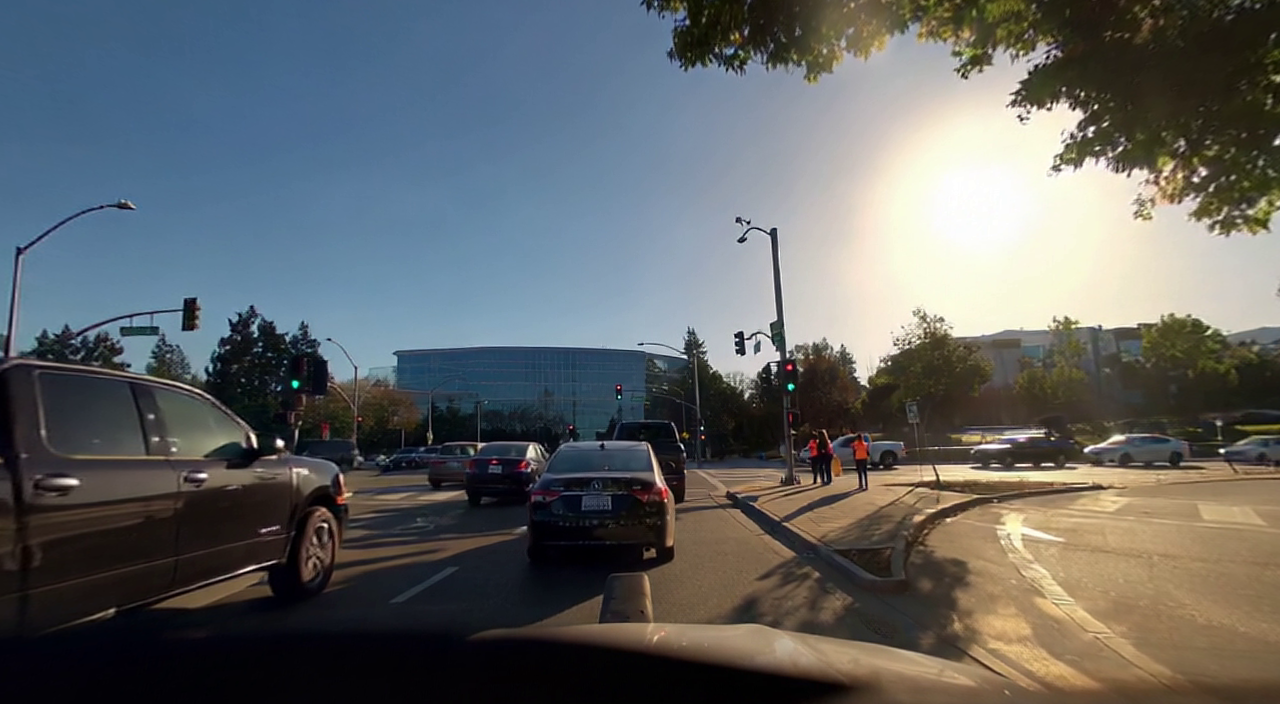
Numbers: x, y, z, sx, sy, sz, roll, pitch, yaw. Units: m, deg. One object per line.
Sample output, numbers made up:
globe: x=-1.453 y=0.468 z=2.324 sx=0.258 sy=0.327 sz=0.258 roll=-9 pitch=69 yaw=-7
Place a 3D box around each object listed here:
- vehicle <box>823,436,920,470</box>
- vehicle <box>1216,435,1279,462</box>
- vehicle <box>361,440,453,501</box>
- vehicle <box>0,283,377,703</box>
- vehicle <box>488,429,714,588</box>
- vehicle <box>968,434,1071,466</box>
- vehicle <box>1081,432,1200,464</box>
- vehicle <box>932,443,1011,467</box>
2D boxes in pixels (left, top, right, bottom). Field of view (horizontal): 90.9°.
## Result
vehicle: x=12.216 y=5.359 z=33.458 sx=4.394 sy=1.724 sz=1.886 roll=0 pitch=-9 yaw=1
vehicle: x=36.249 y=5.503 z=36.001 sx=4.643 sy=1.464 sz=1.840 roll=-1 pitch=-9 yaw=3
vehicle: x=-7.562 y=3.835 z=20.979 sx=2.026 sy=1.755 sz=5.167 roll=2 pitch=-9 yaw=-11
vehicle: x=-3.662 y=0.840 z=3.396 sx=2.202 sy=1.961 sz=4.980 roll=0 pitch=-9 yaw=1
vehicle: x=-0.366 y=1.831 z=8.284 sx=2.144 sy=1.497 sz=4.446 roll=0 pitch=-9 yaw=0
vehicle: x=21.940 y=5.661 z=36.554 sx=4.529 sy=1.786 sz=2.110 roll=0 pitch=-9 yaw=2
vehicle: x=28.937 y=5.579 z=36.563 sx=4.967 sy=1.794 sz=2.044 roll=-1 pitch=-9 yaw=3
vehicle: x=21.218 y=6.586 z=40.393 sx=3.983 sy=1.443 sz=1.831 roll=0 pitch=-9 yaw=1
